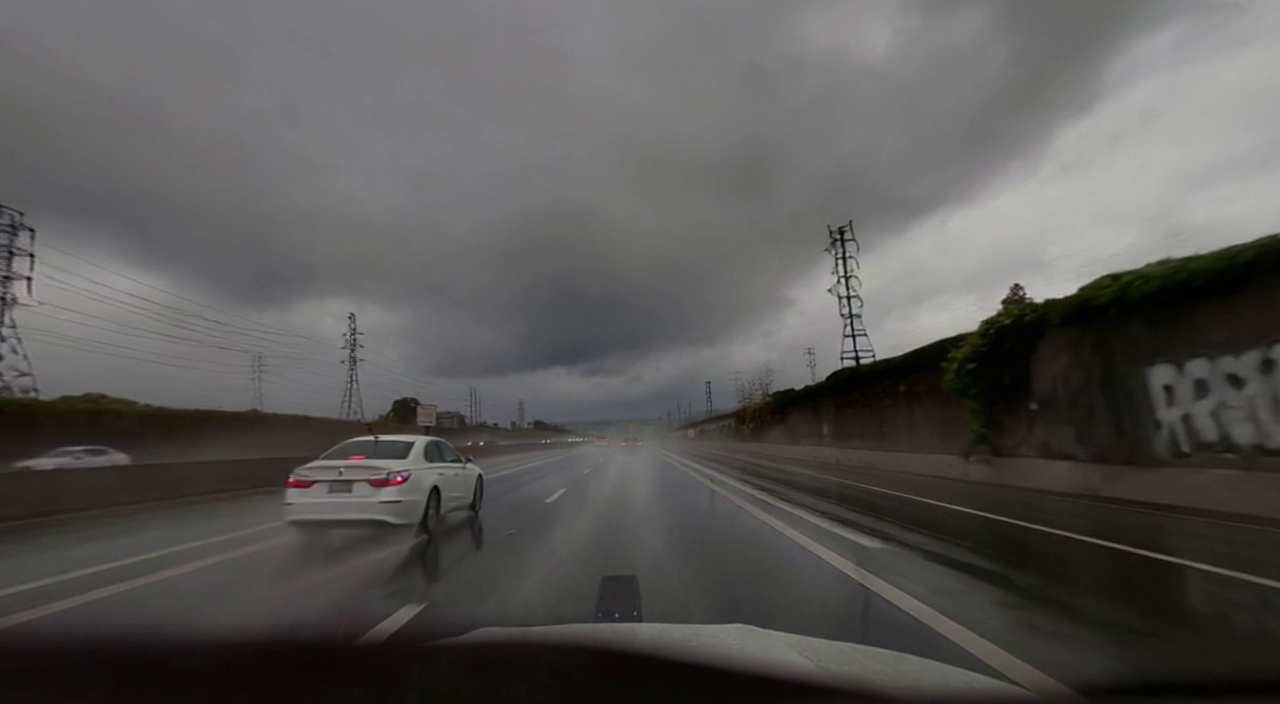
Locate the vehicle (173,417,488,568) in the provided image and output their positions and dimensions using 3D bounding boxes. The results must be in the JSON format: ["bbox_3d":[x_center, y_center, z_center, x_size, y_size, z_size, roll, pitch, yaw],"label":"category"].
[{"bbox_3d":[-3.736,1.752,8.888,2.000,1.513,4.901,0,-8,-1],"label":"vehicle"}]

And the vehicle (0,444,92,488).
[{"bbox_3d":[-22.594,4.093,22.879,1.732,1.431,4.093,0,-8,-1],"label":"vehicle"}]
